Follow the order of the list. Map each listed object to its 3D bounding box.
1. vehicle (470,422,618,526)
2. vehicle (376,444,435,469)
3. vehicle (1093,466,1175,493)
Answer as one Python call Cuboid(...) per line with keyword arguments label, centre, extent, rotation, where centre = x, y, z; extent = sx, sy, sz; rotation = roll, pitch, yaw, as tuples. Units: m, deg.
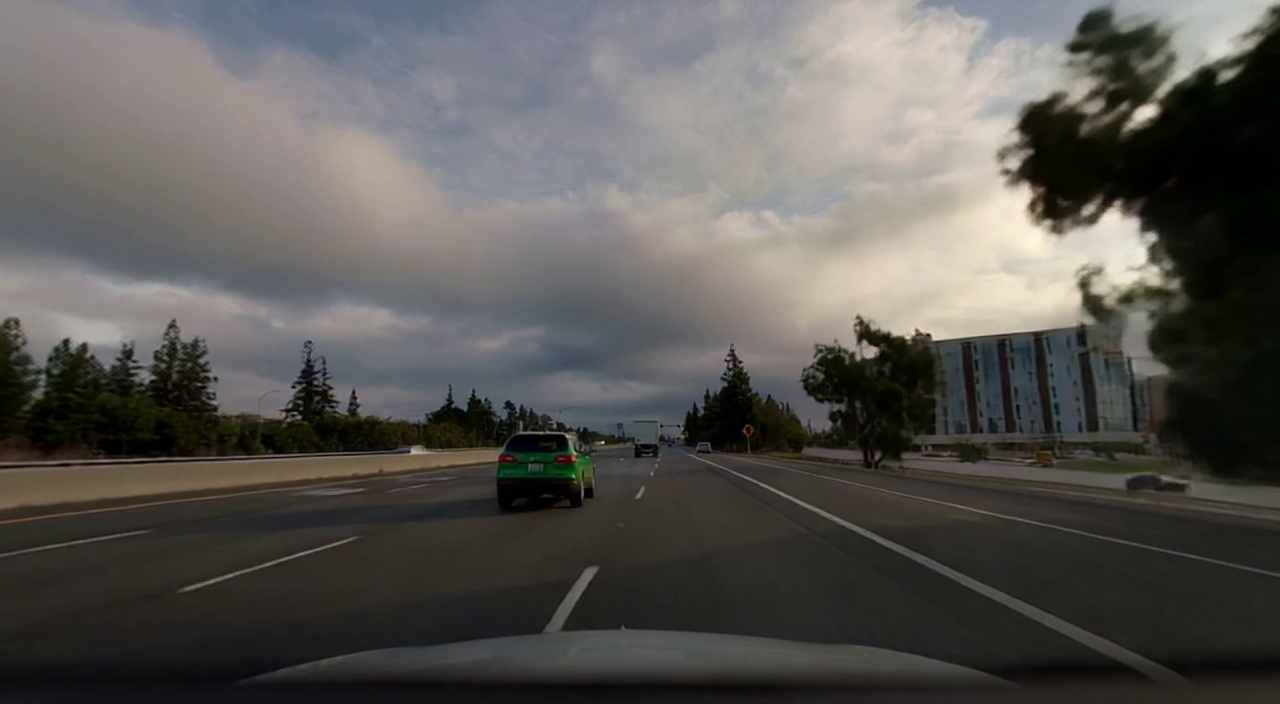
Cuboid(label="vehicle", centre=(-1.722, 2.416, 13.000), extent=(2.111, 1.742, 4.315), rotation=(0, -9, 4))
Cuboid(label="vehicle", centre=(-15.478, 6.900, 41.801), extent=(1.965, 1.503, 4.579), rotation=(0, -9, 3))
Cuboid(label="vehicle", centre=(36.812, 9.488, 47.116), extent=(1.978, 1.662, 5.032), rotation=(1, -9, -1))
